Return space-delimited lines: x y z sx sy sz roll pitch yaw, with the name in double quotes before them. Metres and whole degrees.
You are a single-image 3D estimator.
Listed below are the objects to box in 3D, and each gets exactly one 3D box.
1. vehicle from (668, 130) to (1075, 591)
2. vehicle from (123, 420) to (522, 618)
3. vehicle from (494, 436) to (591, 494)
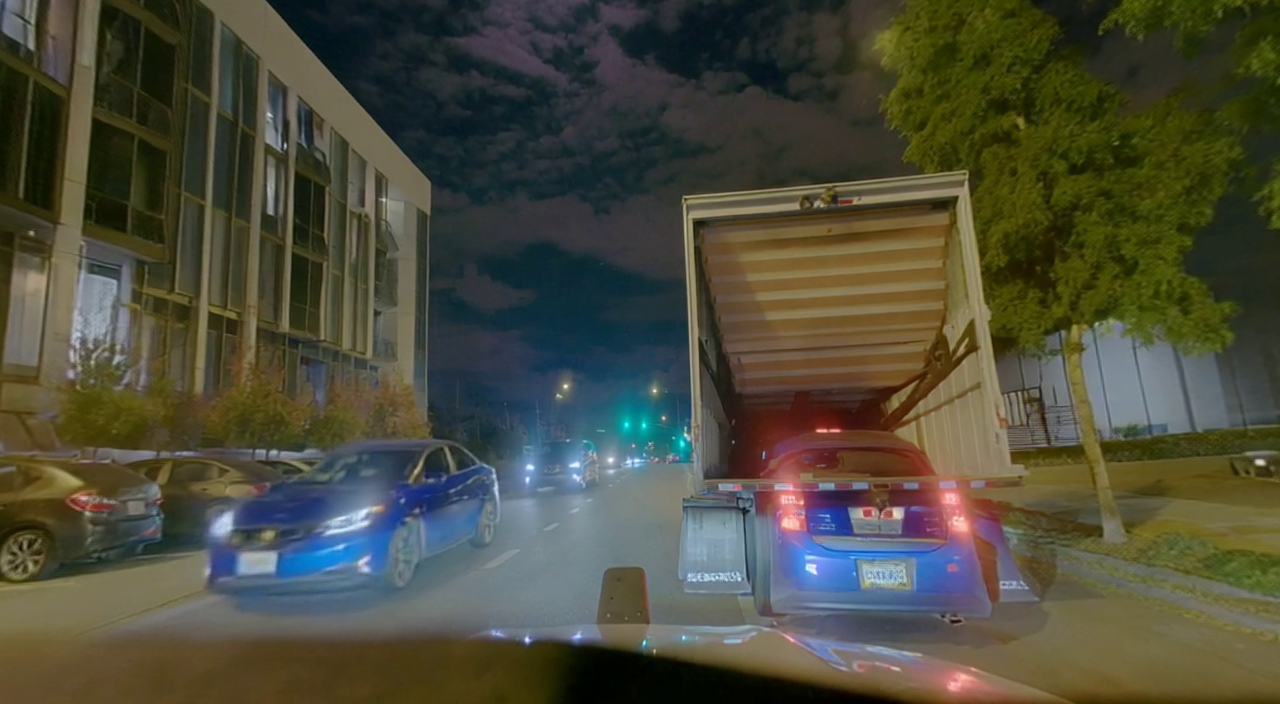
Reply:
"vehicle" 2.520 0.819 11.317 3.320 4.034 11.553 -1 -8 6
"vehicle" -2.995 1.655 7.294 2.183 1.563 4.257 -1 -8 4
"vehicle" -2.942 3.532 20.120 2.311 1.631 4.510 0 -8 1
